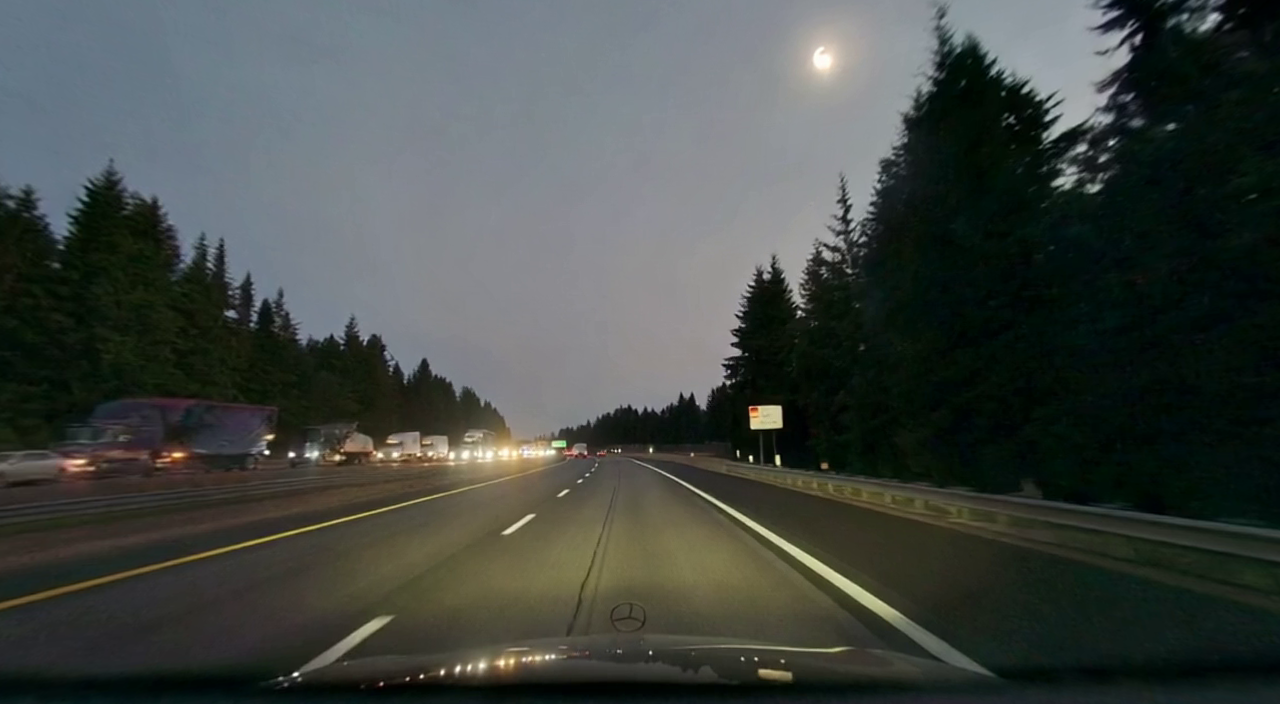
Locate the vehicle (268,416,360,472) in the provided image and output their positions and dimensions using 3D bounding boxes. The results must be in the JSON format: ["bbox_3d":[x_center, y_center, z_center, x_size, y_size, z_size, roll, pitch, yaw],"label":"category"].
[{"bbox_3d":[-21.529,6.028,42.032,2.624,3.302,6.257,3,-7,-1],"label":"vehicle"}]

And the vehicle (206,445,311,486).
[{"bbox_3d":[-16.347,4.860,27.308,1.933,1.572,4.367,-1,-9,-2],"label":"vehicle"}]

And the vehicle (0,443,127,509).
[{"bbox_3d":[-16.293,3.208,16.606,1.897,1.542,4.336,0,-9,-1],"label":"vehicle"}]

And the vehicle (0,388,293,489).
[{"bbox_3d":[-20.797,3.980,28.311,2.982,3.454,13.488,0,-9,-1],"label":"vehicle"}]
